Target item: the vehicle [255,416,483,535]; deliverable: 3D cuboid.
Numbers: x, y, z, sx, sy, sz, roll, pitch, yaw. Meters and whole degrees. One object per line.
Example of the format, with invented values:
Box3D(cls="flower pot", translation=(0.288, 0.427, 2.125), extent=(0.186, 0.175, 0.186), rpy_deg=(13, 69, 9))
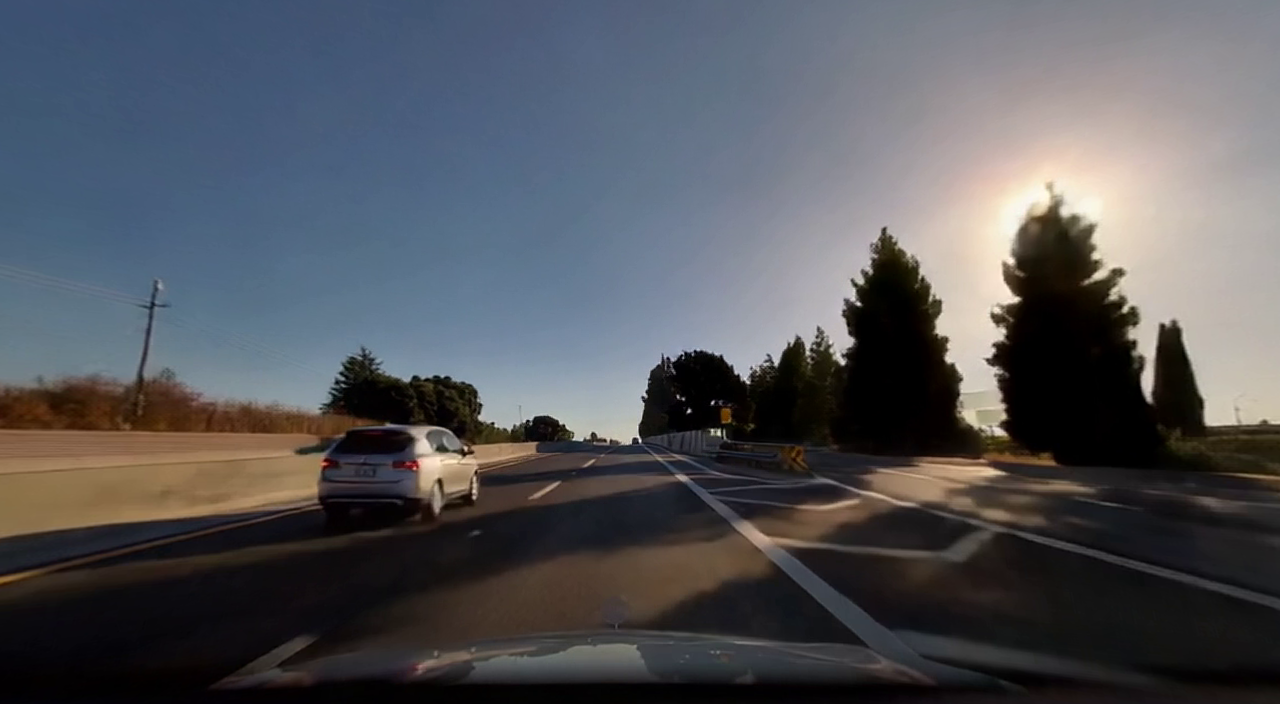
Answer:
Box3D(cls="vehicle", translation=(-4.305, 1.998, 10.944), extent=(2.129, 1.641, 4.263), rpy_deg=(0, -8, -1))
